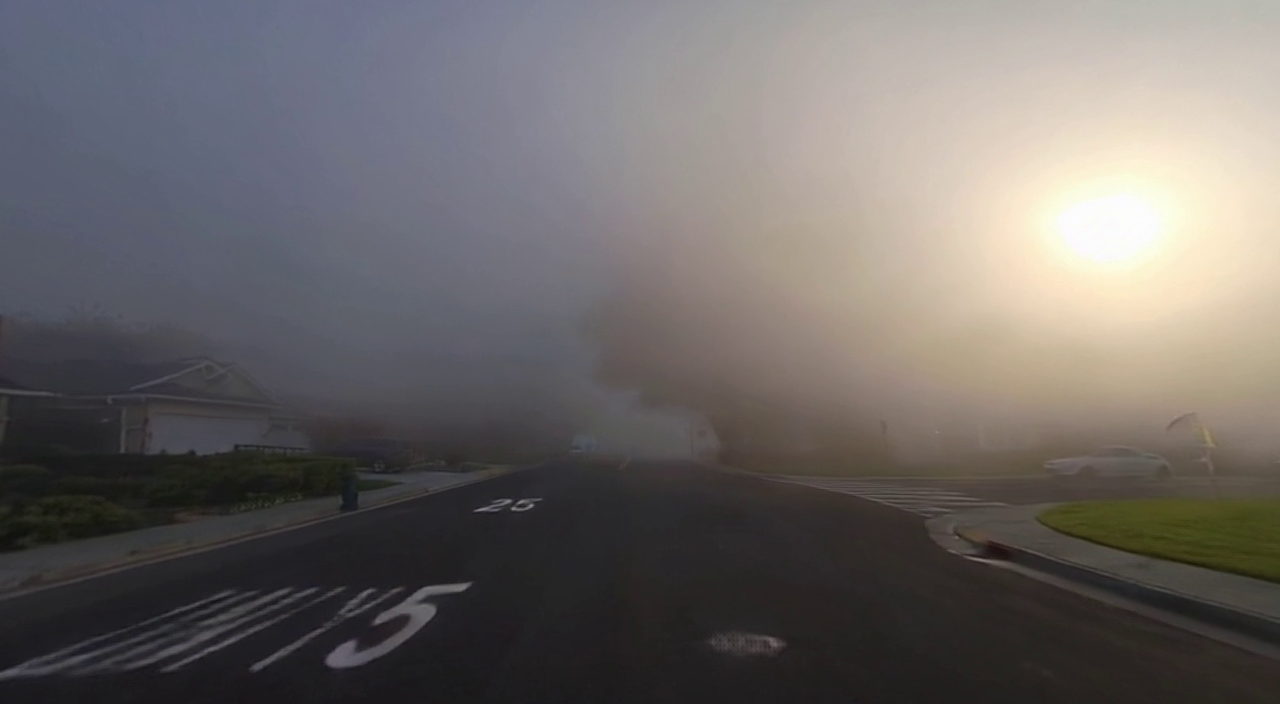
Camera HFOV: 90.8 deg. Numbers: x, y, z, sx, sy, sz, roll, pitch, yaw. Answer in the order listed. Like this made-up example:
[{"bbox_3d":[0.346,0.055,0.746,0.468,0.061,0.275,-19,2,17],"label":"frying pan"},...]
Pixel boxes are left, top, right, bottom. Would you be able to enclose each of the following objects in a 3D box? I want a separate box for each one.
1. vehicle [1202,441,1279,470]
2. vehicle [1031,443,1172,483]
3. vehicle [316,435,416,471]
[{"bbox_3d":[34.325,5.777,35.212,1.745,1.540,4.223,8,-12,-44],"label":"vehicle"},{"bbox_3d":[20.452,4.922,28.175,4.607,1.694,2.106,0,-9,-1],"label":"vehicle"},{"bbox_3d":[-13.127,4.856,30.406,3.921,1.629,1.832,0,-10,2],"label":"vehicle"}]
